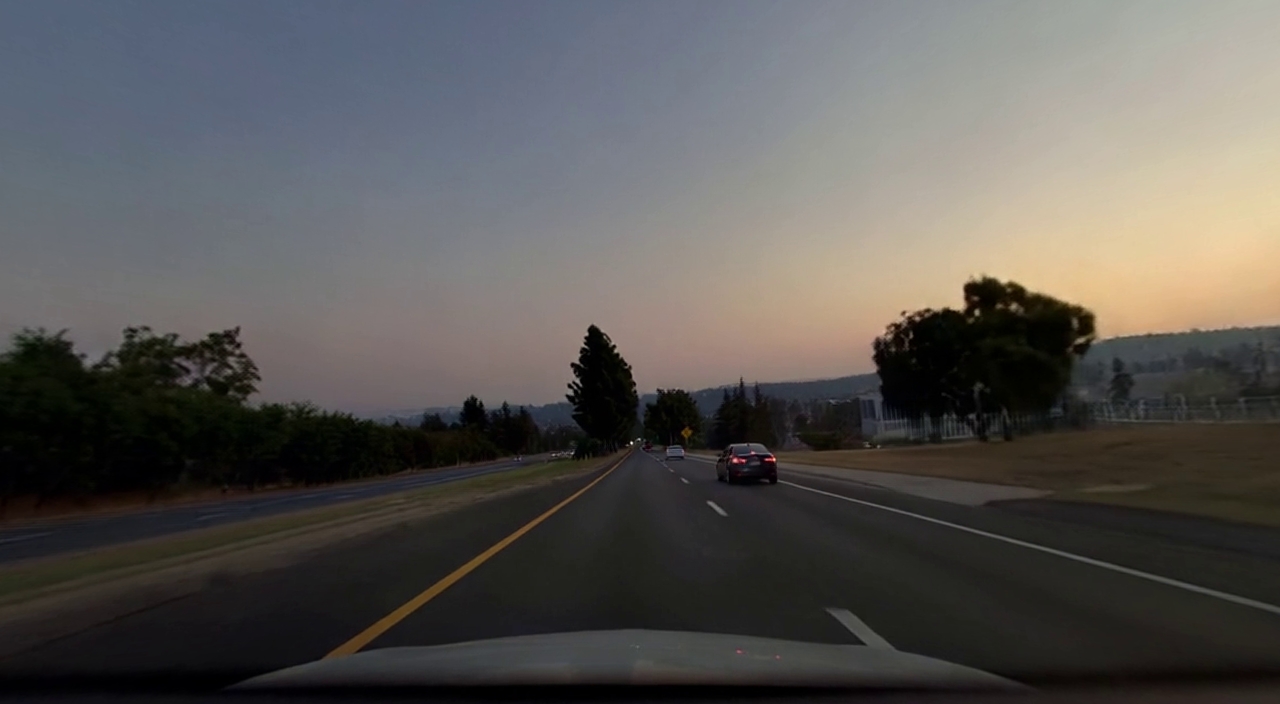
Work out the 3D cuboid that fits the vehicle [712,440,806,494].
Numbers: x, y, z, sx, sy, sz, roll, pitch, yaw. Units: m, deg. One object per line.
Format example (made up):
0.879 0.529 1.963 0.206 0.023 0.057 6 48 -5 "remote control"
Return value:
3.682 3.646 20.446 2.042 1.518 4.477 0 -8 -2 "vehicle"
